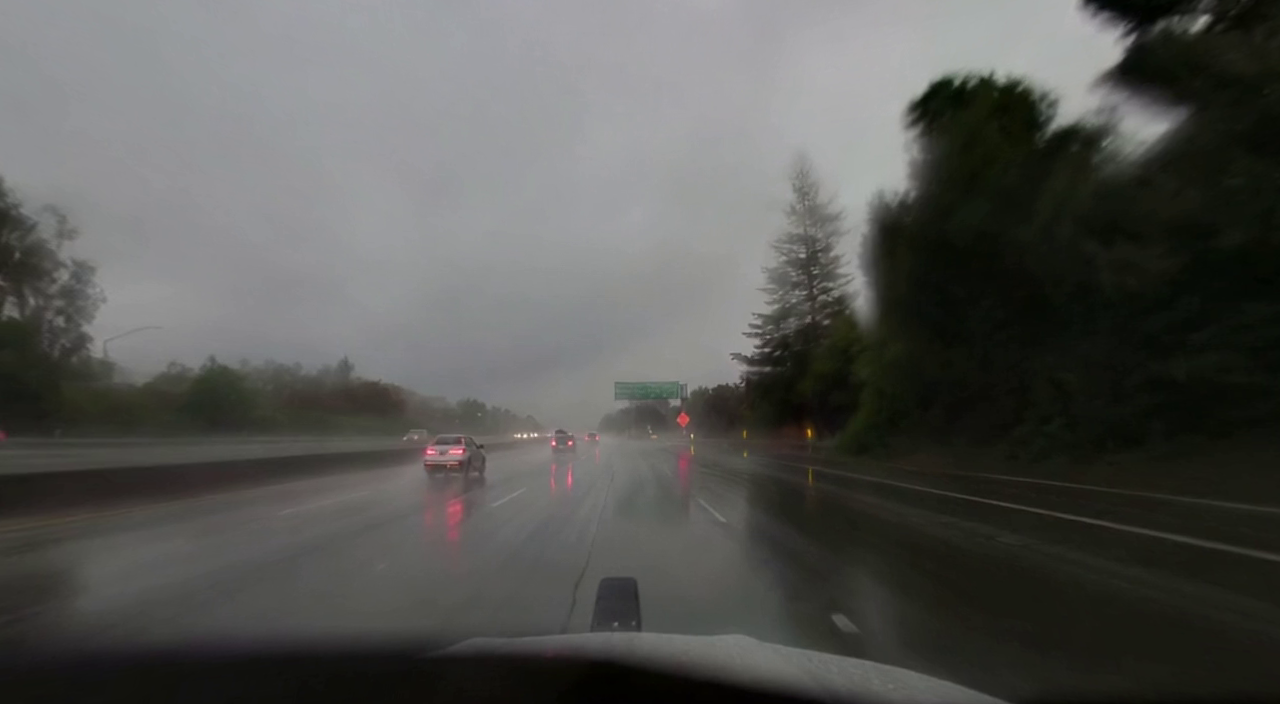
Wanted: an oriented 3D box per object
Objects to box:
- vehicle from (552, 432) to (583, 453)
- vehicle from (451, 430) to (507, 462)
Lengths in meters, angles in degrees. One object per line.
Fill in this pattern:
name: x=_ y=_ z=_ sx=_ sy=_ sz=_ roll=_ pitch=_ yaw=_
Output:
vehicle: x=-5.525 y=6.949 z=48.546 sx=1.958 sy=1.580 sz=3.961 roll=0 pitch=-8 yaw=0
vehicle: x=-8.419 y=4.941 z=33.320 sx=1.965 sy=1.605 sz=4.115 roll=0 pitch=-8 yaw=-2
